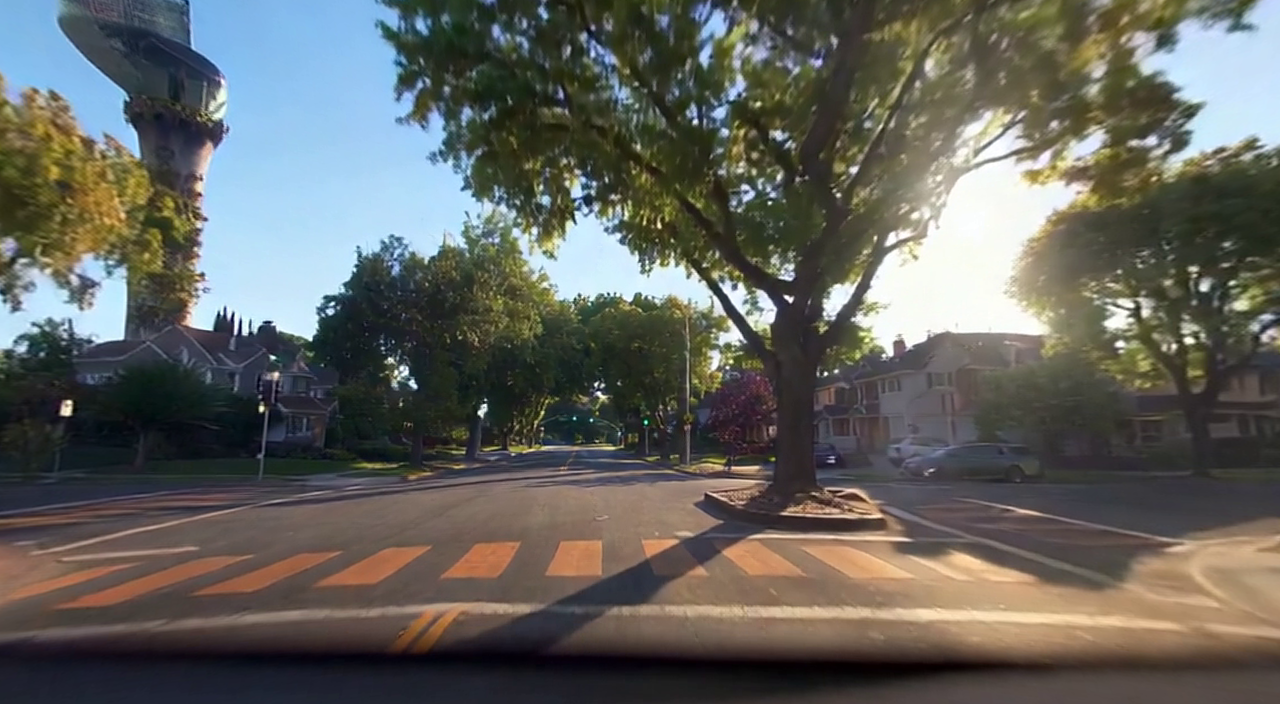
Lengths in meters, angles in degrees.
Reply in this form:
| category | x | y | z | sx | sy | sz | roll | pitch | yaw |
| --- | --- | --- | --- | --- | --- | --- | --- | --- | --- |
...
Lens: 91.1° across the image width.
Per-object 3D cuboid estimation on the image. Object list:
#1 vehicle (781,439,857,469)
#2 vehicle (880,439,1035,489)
| category | x | y | z | sx | sy | sz | roll | pitch | yaw |
| --- | --- | --- | --- | --- | --- | --- | --- | --- | --- |
| vehicle | 8.603 | 4.871 | 30.192 | 3.191 | 1.365 | 1.458 | -5 | -9 | 33 |
| vehicle | 11.086 | 3.920 | 22.190 | 4.448 | 1.637 | 1.881 | 0 | -8 | 3 |
